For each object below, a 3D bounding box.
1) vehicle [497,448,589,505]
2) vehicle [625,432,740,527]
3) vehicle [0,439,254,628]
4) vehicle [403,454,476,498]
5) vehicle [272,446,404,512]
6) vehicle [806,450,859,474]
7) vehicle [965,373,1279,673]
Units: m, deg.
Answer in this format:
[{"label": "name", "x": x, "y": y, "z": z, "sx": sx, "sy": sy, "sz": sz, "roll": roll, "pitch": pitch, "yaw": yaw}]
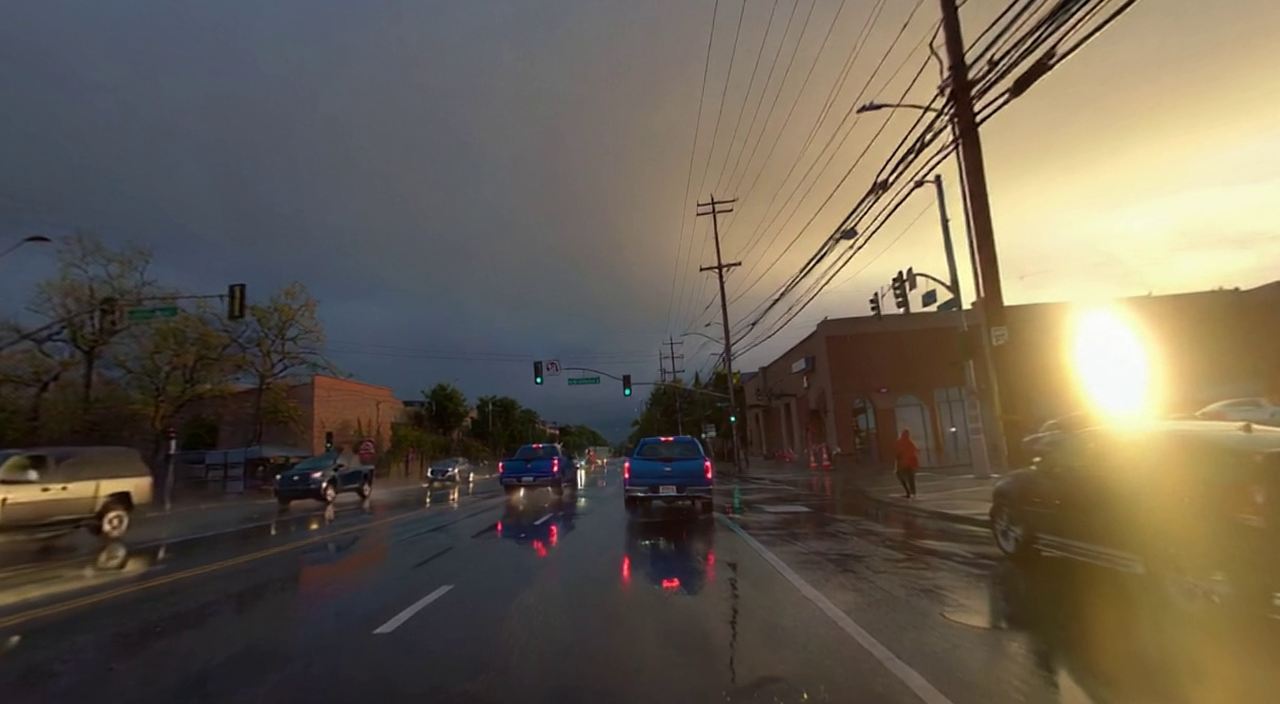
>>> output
[{"label": "vehicle", "x": -2.962, "y": 3.901, "z": 20.276, "sx": 1.995, "sy": 1.554, "sz": 4.618, "roll": 0, "pitch": -9, "yaw": 3}, {"label": "vehicle", "x": 0.996, "y": 2.676, "z": 13.890, "sx": 2.089, "sy": 1.699, "sz": 4.650, "roll": -1, "pitch": -9, "yaw": 6}, {"label": "vehicle", "x": -6.267, "y": 1.651, "z": 6.239, "sx": 1.994, "sy": 1.551, "sz": 4.414, "roll": 0, "pitch": -9, "yaw": 1}, {"label": "vehicle", "x": -9.174, "y": 5.669, "z": 29.219, "sx": 1.961, "sy": 1.814, "sz": 4.418, "roll": 0, "pitch": -9, "yaw": -1}, {"label": "vehicle", "x": -9.993, "y": 4.205, "z": 21.511, "sx": 2.081, "sy": 1.925, "sz": 5.632, "roll": 1, "pitch": -9, "yaw": -4}, {"label": "vehicle", "x": 13.143, "y": 7.516, "z": 43.327, "sx": 2.075, "sy": 1.556, "sz": 4.585, "roll": 1, "pitch": -9, "yaw": -2}, {"label": "vehicle", "x": 5.024, "y": 1.322, "z": 5.614, "sx": 1.974, "sy": 1.823, "sz": 4.576, "roll": 0, "pitch": -9, "yaw": 3}]
